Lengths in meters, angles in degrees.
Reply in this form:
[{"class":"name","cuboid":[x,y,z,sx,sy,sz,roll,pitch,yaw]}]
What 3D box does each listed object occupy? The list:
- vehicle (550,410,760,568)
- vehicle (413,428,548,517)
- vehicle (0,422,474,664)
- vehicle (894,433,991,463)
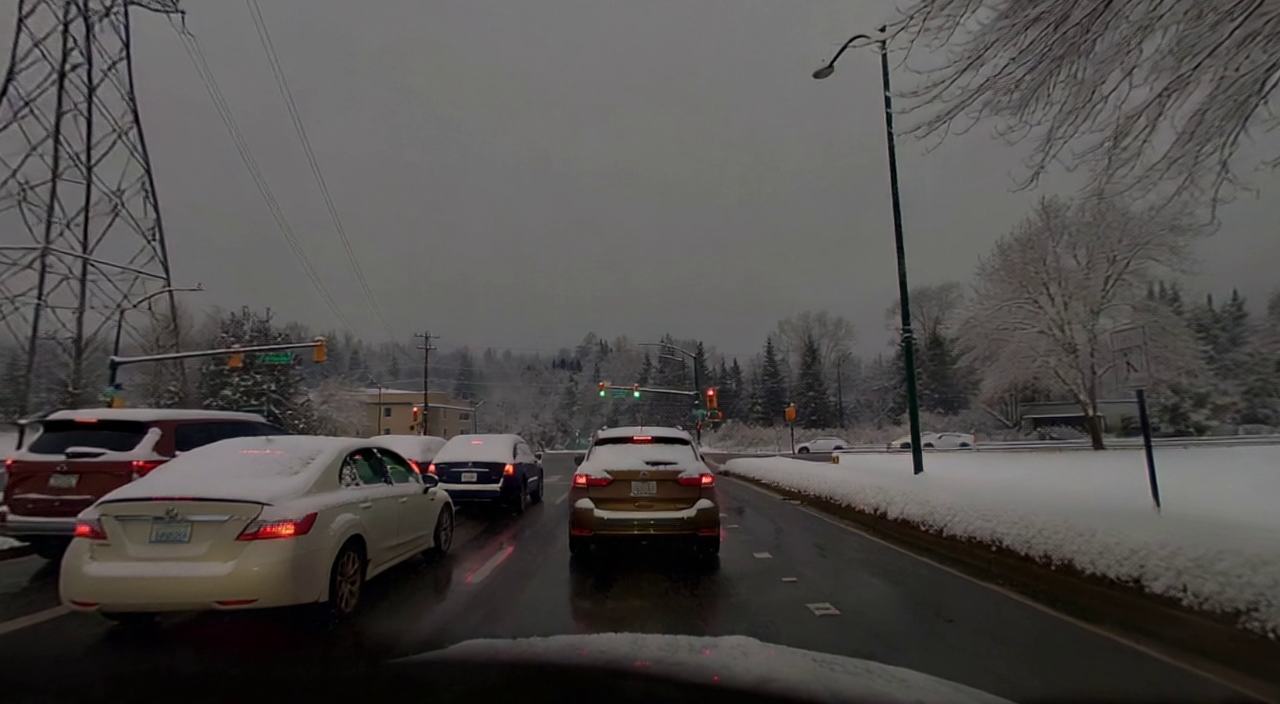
[{"class":"vehicle","cuboid":[0.089,1.771,8.931,2.239,1.661,4.224,0,-8,-2]},{"class":"vehicle","cuboid":[-3.255,2.532,13.751,1.997,1.636,3.760,0,-8,-1]},{"class":"vehicle","cuboid":[-3.167,1.508,6.194,1.973,1.469,4.448,0,-8,-1]},{"class":"vehicle","cuboid":[15.104,4.804,31.710,3.858,1.437,1.899,0,-8,-4]}]
